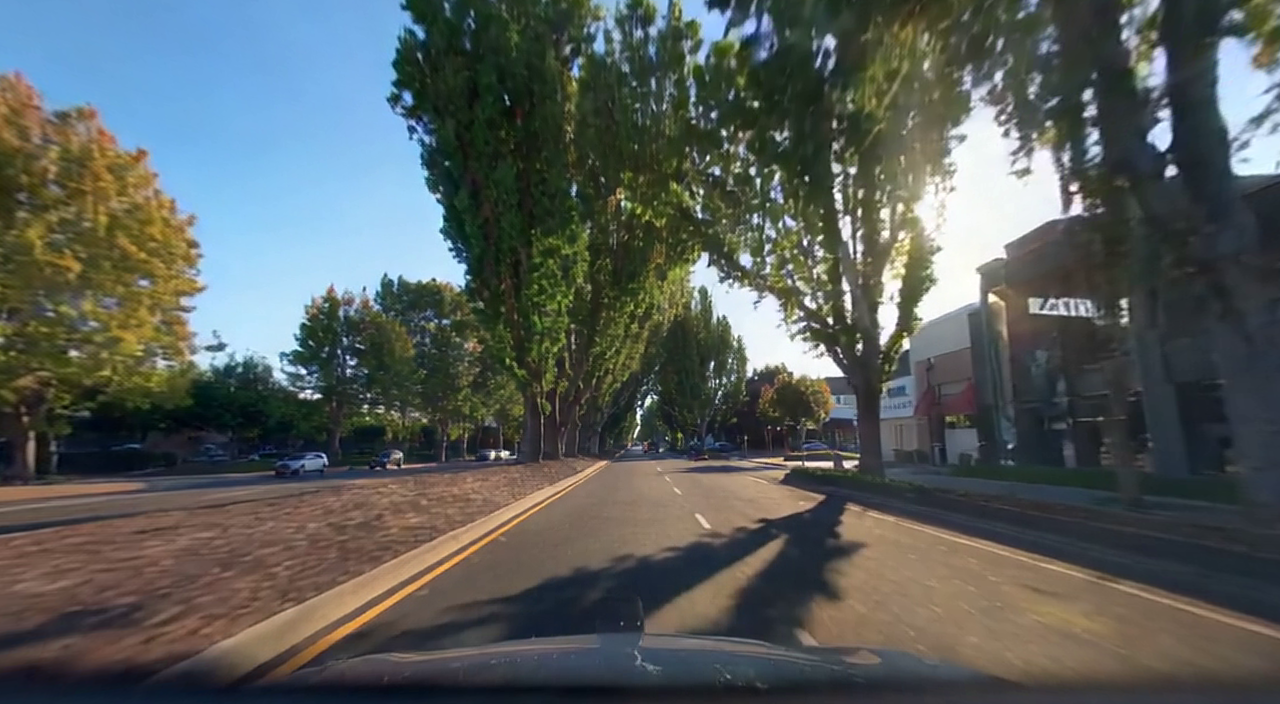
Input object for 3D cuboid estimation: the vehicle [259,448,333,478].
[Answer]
[{"bbox_3d":[-22.001,7.074,40.616,1.922,1.738,4.556,-1,-8,5],"label":"vehicle"}]
